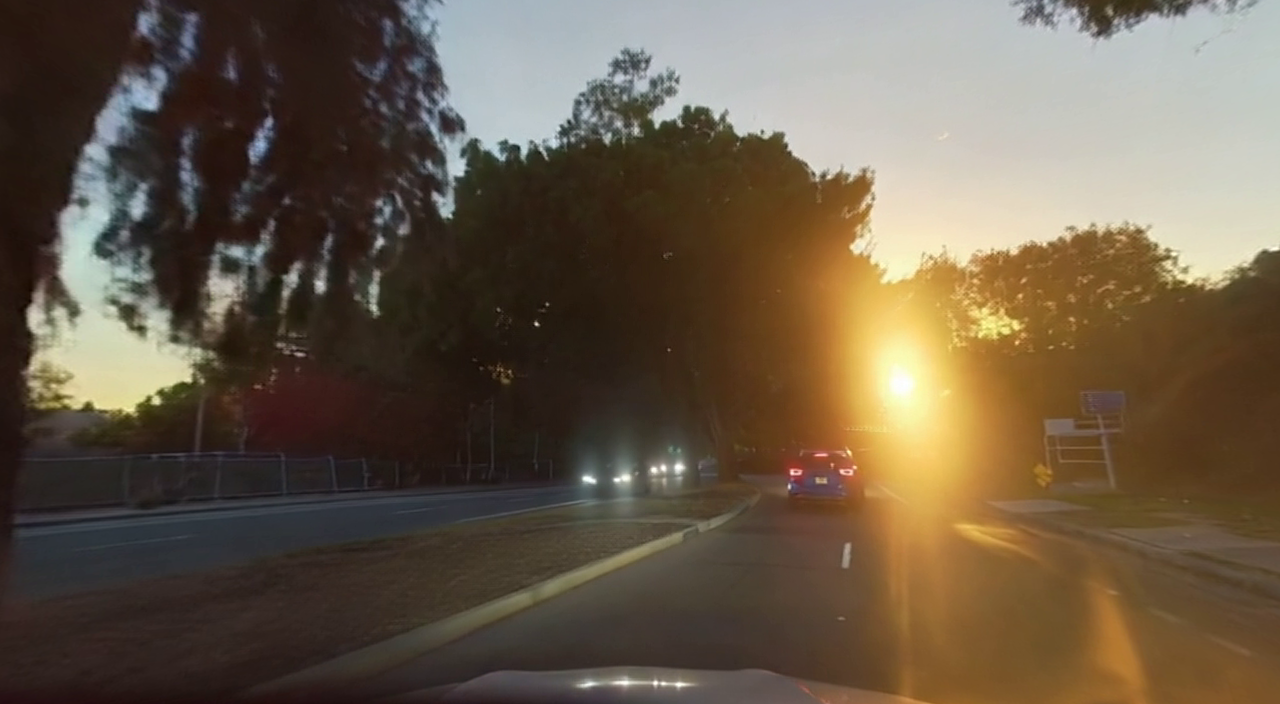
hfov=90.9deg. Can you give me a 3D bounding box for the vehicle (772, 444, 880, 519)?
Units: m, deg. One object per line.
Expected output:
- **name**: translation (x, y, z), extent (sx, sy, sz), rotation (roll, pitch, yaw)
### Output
- **vehicle**: translation (4.577, 3.023, 15.326), extent (2.148, 1.521, 4.089), rotation (-3, -9, 19)

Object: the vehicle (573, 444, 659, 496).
- **vehicle**: translation (-0.864, 4.889, 26.703), extent (2.150, 1.927, 5.209), rotation (-3, -9, 15)
